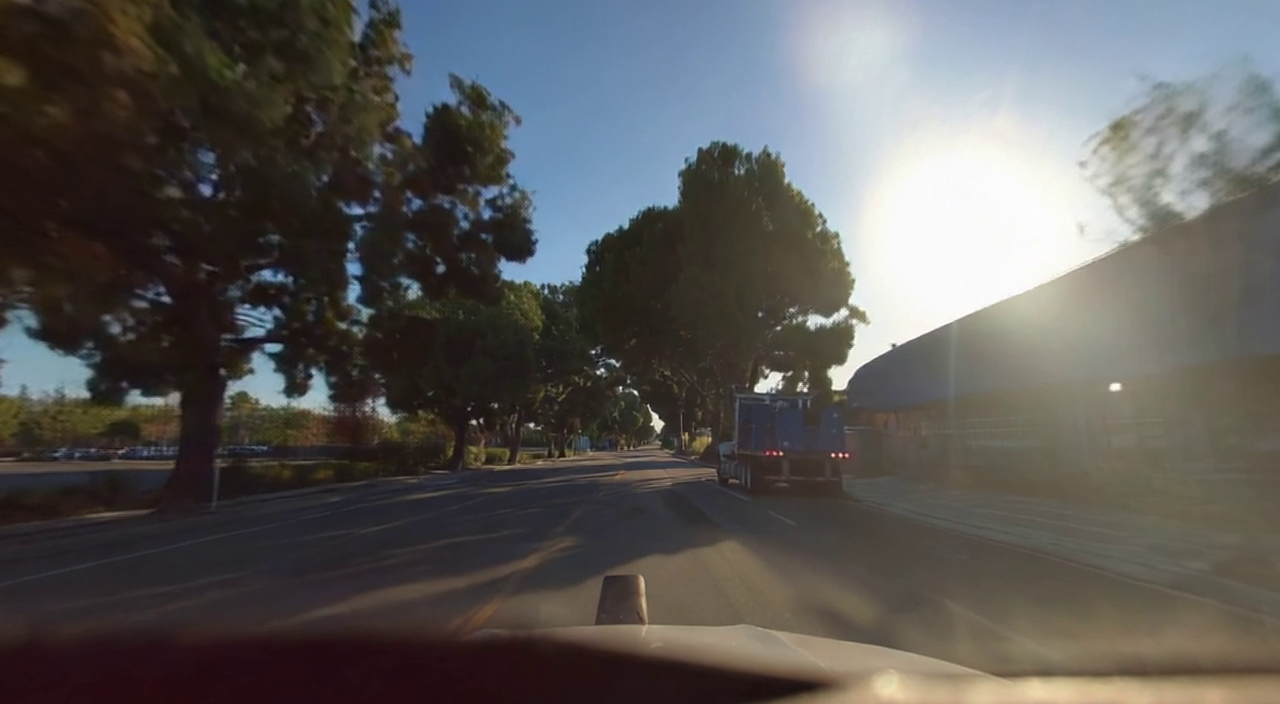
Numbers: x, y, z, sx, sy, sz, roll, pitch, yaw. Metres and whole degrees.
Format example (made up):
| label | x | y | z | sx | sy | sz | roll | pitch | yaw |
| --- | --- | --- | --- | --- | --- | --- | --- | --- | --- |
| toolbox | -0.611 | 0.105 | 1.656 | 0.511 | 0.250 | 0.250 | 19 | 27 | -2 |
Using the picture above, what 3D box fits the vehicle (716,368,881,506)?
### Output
| label | x | y | z | sx | sy | sz | roll | pitch | yaw |
| --- | --- | --- | --- | --- | --- | --- | --- | --- | --- |
| vehicle | 4.178 | 2.479 | 18.353 | 3.019 | 3.303 | 6.252 | 0 | -8 | -1 |
